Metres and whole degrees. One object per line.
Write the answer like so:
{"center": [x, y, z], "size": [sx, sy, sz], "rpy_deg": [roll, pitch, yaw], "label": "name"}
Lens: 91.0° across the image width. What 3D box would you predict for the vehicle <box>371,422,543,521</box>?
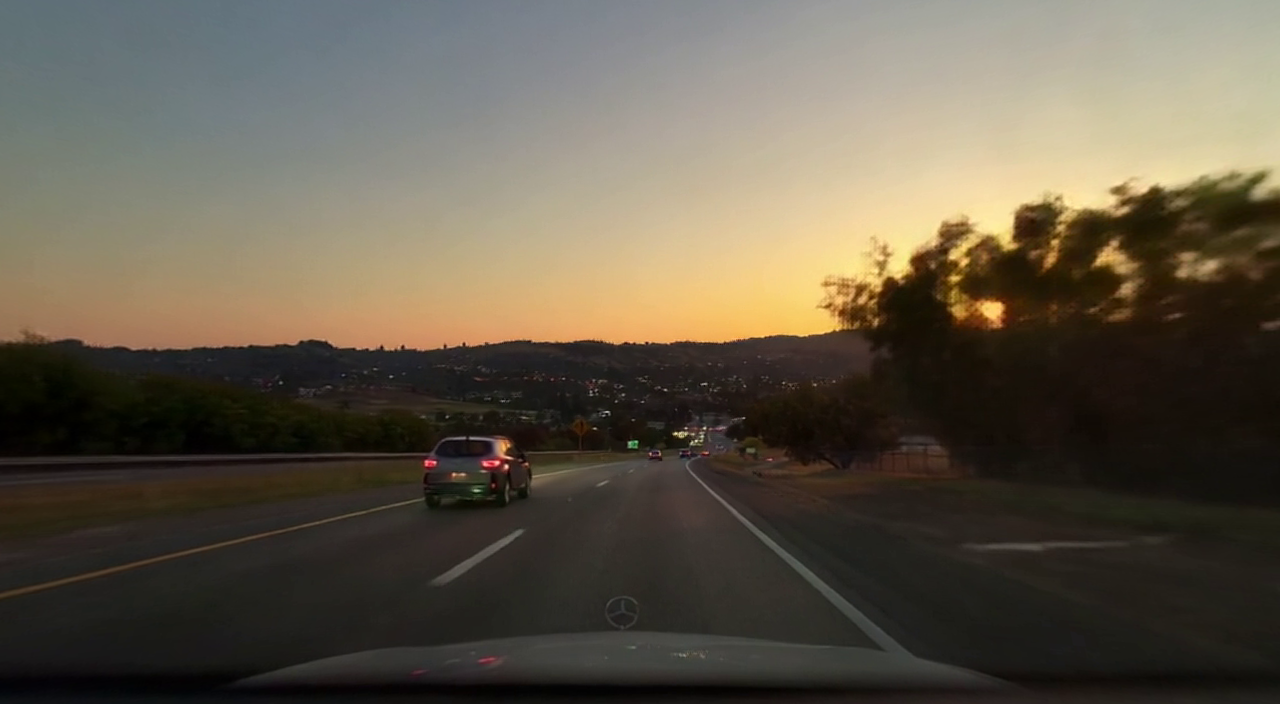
{"center": [-3.704, 2.539, 13.881], "size": [2.193, 1.771, 4.757], "rpy_deg": [0, -9, 2], "label": "vehicle"}
